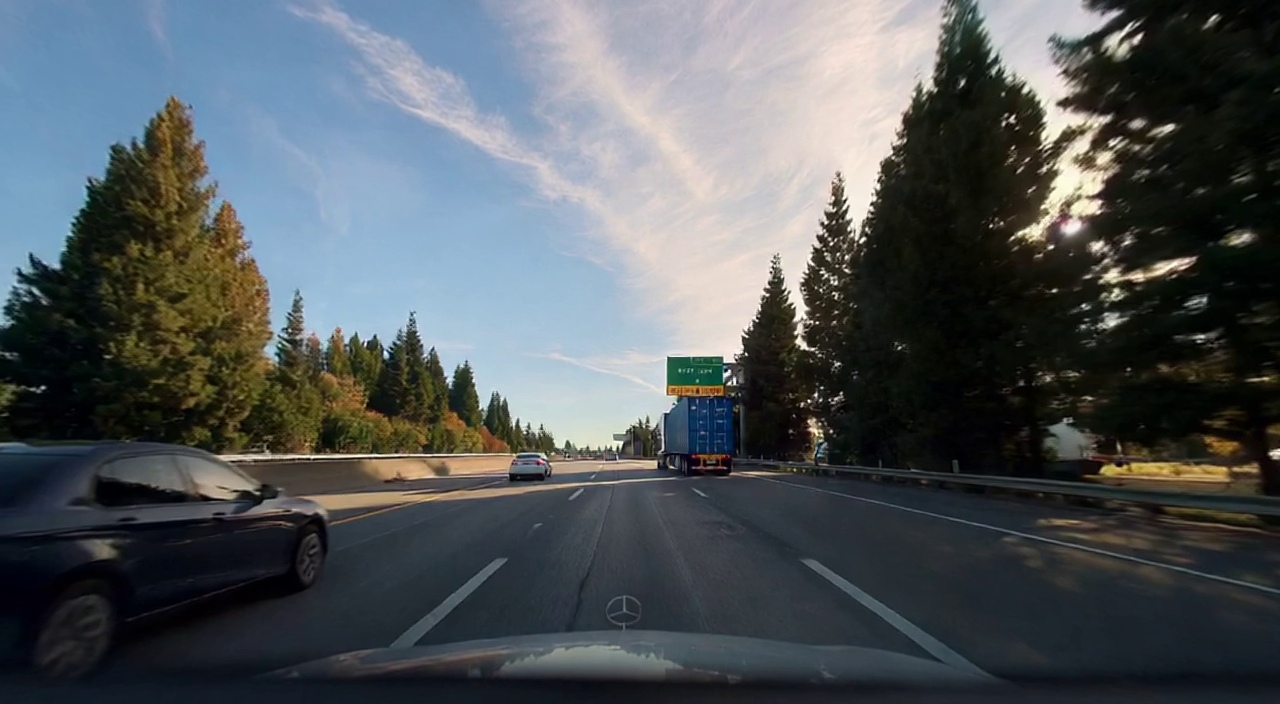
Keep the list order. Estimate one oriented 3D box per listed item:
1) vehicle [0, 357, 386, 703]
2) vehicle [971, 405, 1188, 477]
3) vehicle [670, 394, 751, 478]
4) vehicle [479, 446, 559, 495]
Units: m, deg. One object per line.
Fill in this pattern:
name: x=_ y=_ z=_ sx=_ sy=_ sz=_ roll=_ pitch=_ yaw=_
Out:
vehicle: x=-3.723 y=1.044 z=3.668 sx=2.370 sy=1.647 sz=5.091 roll=0 pitch=-9 yaw=0
vehicle: x=28.552 y=6.136 z=42.611 sx=2.986 sy=4.013 sz=13.935 roll=1 pitch=-9 yaw=-9
vehicle: x=3.716 y=5.074 z=36.959 sx=2.821 sy=4.046 sz=12.876 roll=0 pitch=-9 yaw=-2
vehicle: x=-4.099 y=4.058 z=21.967 sx=2.063 sy=1.532 sz=3.763 roll=0 pitch=-9 yaw=-1
